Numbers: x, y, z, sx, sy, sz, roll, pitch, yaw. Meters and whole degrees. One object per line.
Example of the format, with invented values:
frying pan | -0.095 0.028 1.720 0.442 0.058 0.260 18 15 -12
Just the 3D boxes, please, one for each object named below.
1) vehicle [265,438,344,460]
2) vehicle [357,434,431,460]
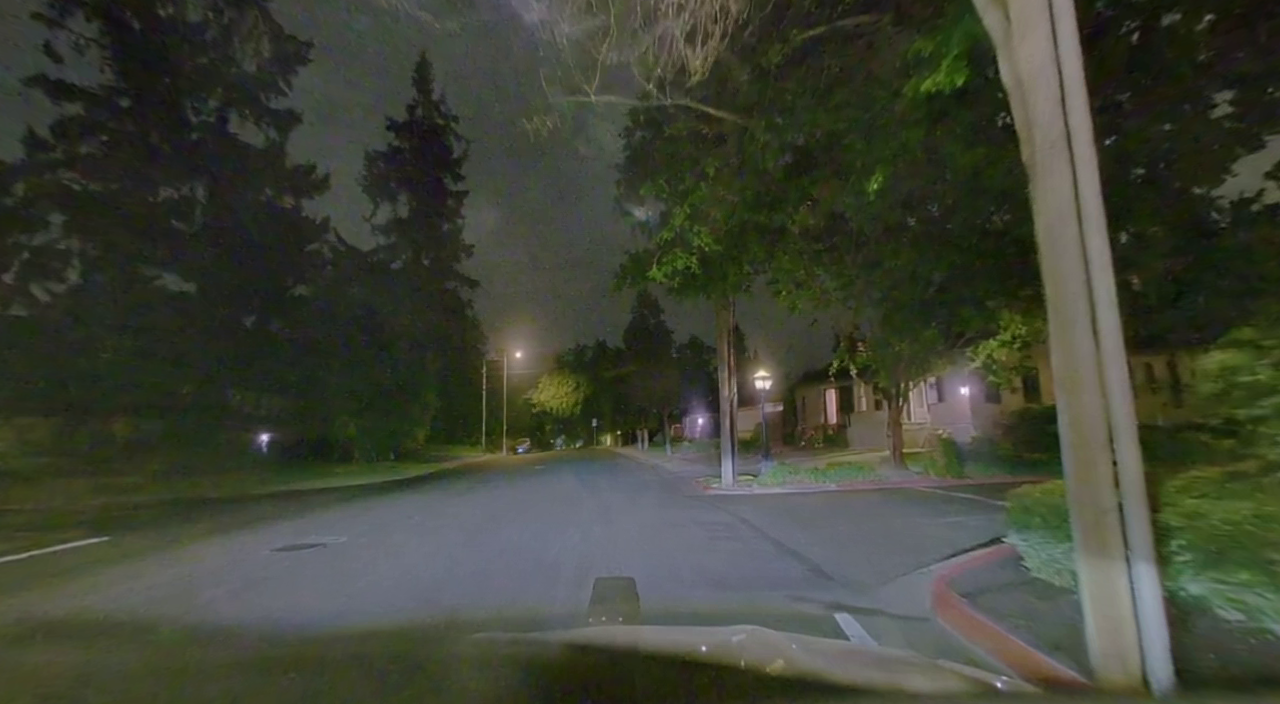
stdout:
vehicle | -23.847 6.930 45.075 4.531 1.470 1.855 0 -9 -3
vehicle | -17.548 6.793 45.215 4.559 1.745 1.918 1 -9 -6
